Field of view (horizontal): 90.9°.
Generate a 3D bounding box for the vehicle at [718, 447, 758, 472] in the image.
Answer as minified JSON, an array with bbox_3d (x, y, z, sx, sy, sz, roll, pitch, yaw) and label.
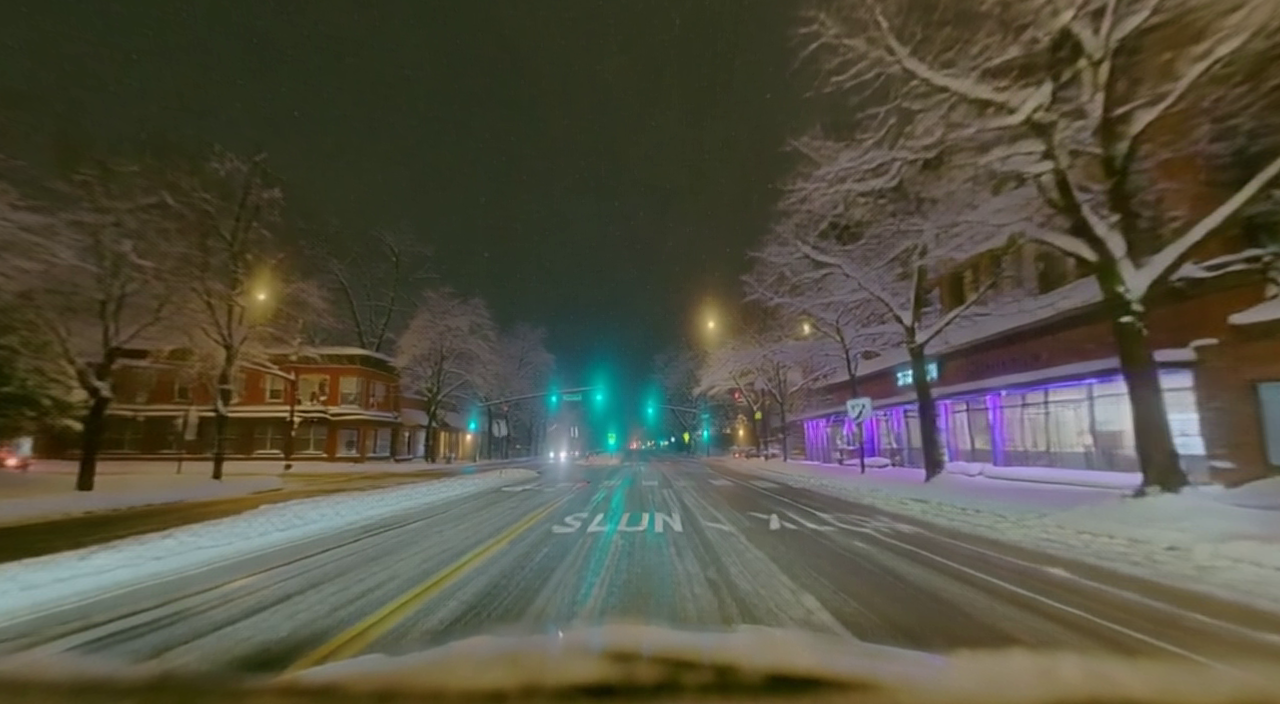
[{"bbox_3d":[6.385,7.052,41.544,1.906,1.523,4.336,0,-9,-1],"label":"vehicle"}]
